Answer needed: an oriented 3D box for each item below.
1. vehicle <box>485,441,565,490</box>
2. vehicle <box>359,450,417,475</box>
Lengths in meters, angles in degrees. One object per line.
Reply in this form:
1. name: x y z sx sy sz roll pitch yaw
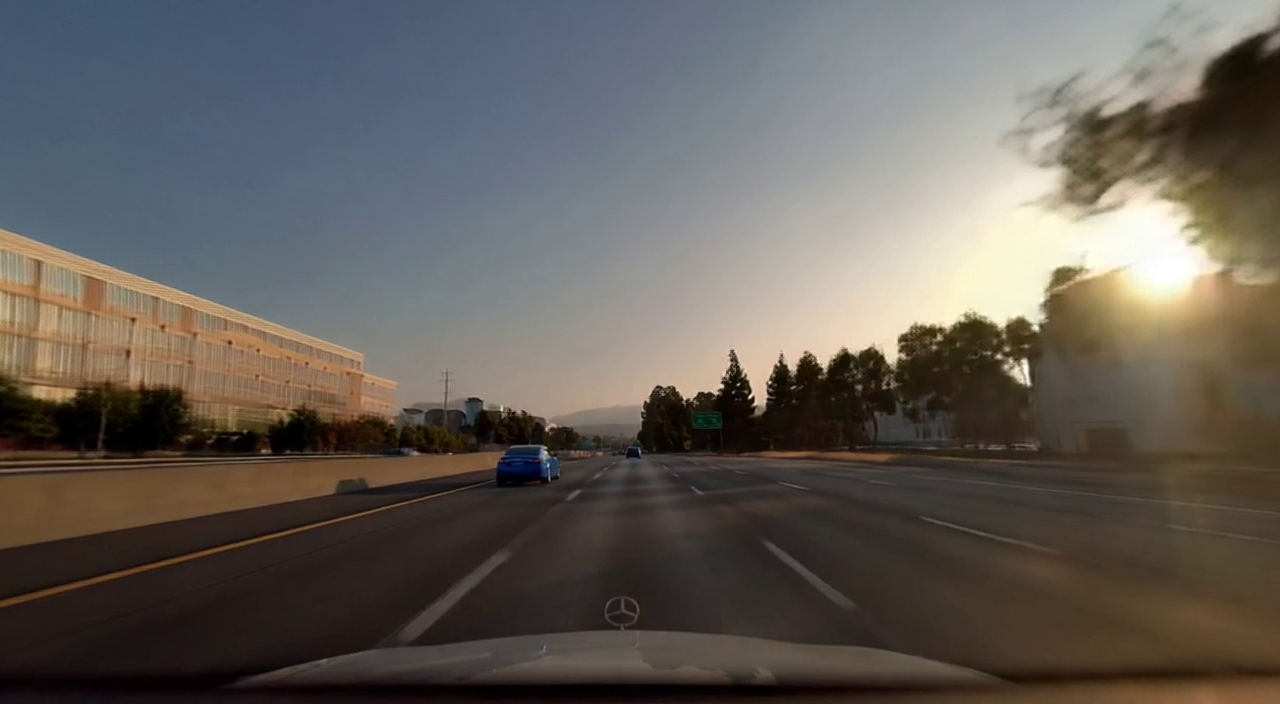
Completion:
1. vehicle: -3.819 3.861 21.840 1.900 1.492 4.495 0 -9 0
2. vehicle: -16.937 7.404 42.701 1.991 1.538 4.654 0 -9 0
